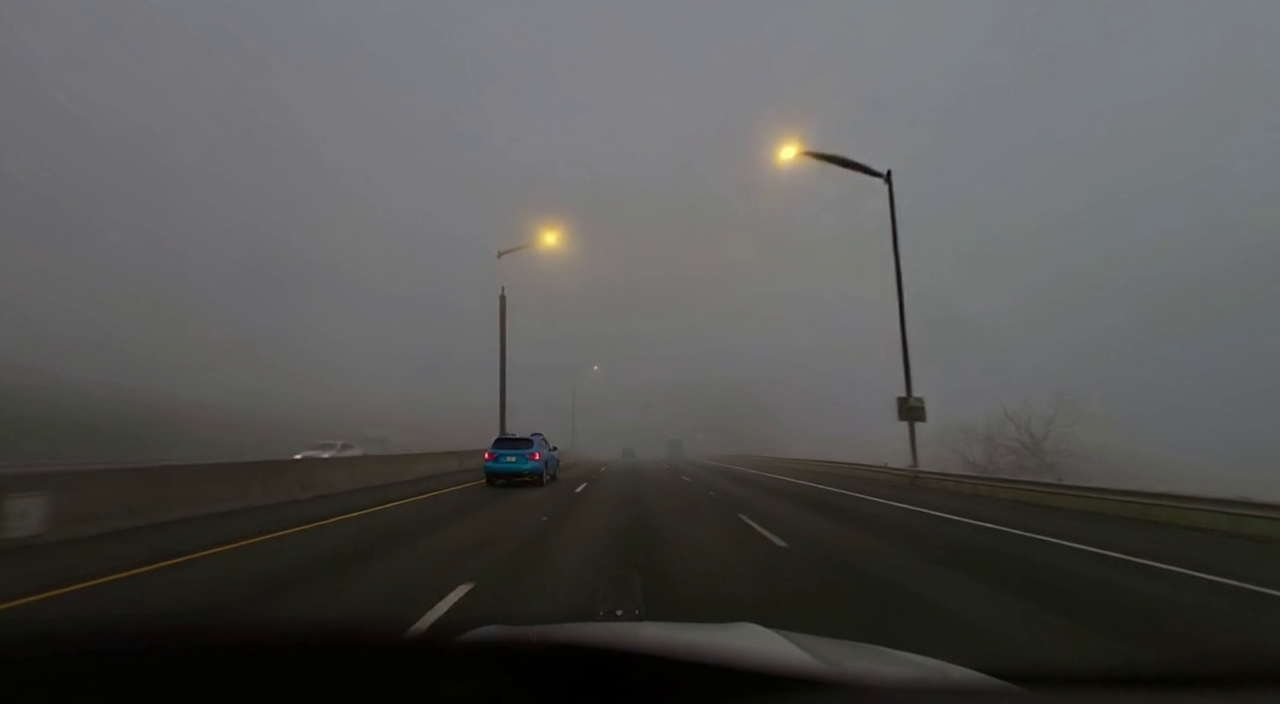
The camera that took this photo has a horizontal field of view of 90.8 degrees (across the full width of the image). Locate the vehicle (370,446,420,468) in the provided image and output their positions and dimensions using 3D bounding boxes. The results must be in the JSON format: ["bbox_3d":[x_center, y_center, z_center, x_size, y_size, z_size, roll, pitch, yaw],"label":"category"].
[{"bbox_3d":[-17.525,7.524,45.442,1.855,1.491,4.723,0,-8,-2],"label":"vehicle"}]

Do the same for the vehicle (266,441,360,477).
[{"bbox_3d":[-15.418,5.055,30.113,1.937,1.540,4.778,0,-8,0],"label":"vehicle"}]

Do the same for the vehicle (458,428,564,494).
[{"bbox_3d":[-3.814,3.333,19.745,2.205,1.773,5.124,0,-8,0],"label":"vehicle"}]
